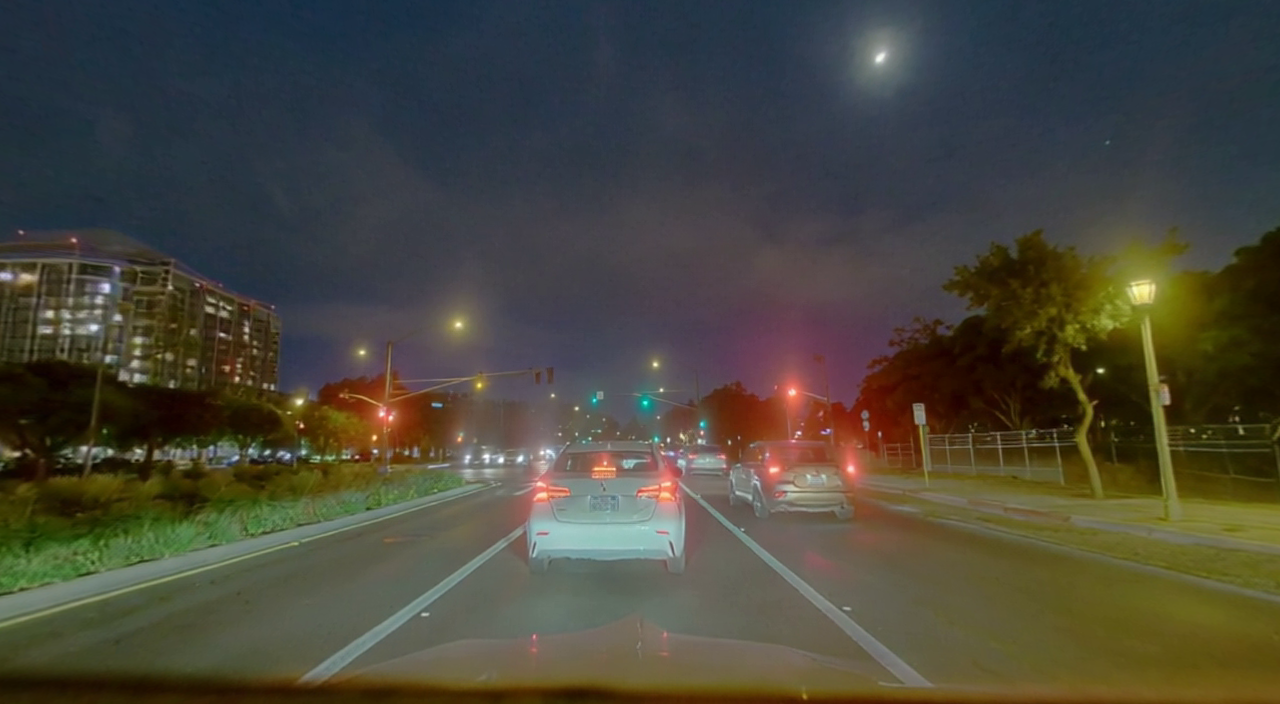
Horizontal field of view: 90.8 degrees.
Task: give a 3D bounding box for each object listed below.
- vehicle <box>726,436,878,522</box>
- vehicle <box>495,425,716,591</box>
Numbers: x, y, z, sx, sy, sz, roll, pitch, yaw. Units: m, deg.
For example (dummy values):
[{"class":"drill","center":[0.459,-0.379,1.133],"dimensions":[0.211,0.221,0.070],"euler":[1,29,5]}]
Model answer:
[{"class":"vehicle","center":[3.135,2.539,13.242],"dimensions":[1.910,1.474,4.263],"euler":[0,-9,-2]},{"class":"vehicle","center":[-0.348,1.695,7.610],"dimensions":[2.006,1.487,3.535],"euler":[0,-9,-1]}]
